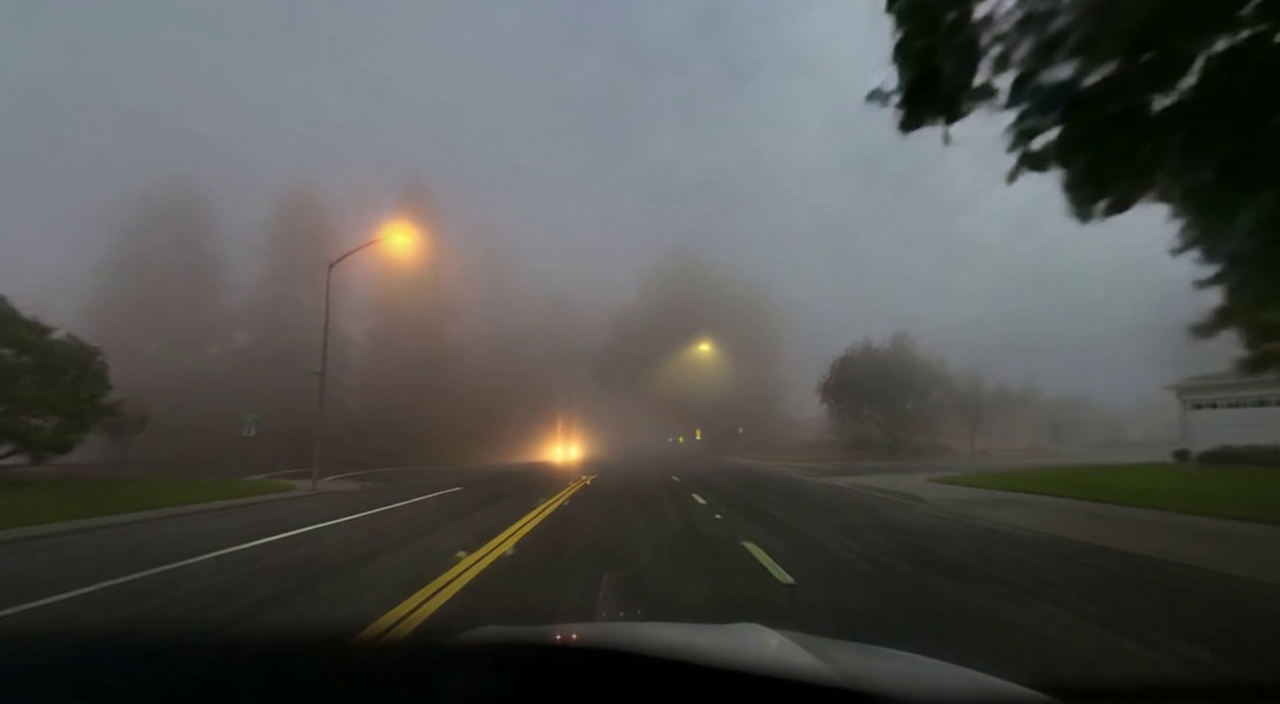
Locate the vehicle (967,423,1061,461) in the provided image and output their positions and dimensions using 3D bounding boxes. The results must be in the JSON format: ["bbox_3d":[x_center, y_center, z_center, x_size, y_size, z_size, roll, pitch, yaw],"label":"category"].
[{"bbox_3d":[28.705,6.901,48.654,5.564,2.741,2.347,0,-8,4],"label":"vehicle"}]
